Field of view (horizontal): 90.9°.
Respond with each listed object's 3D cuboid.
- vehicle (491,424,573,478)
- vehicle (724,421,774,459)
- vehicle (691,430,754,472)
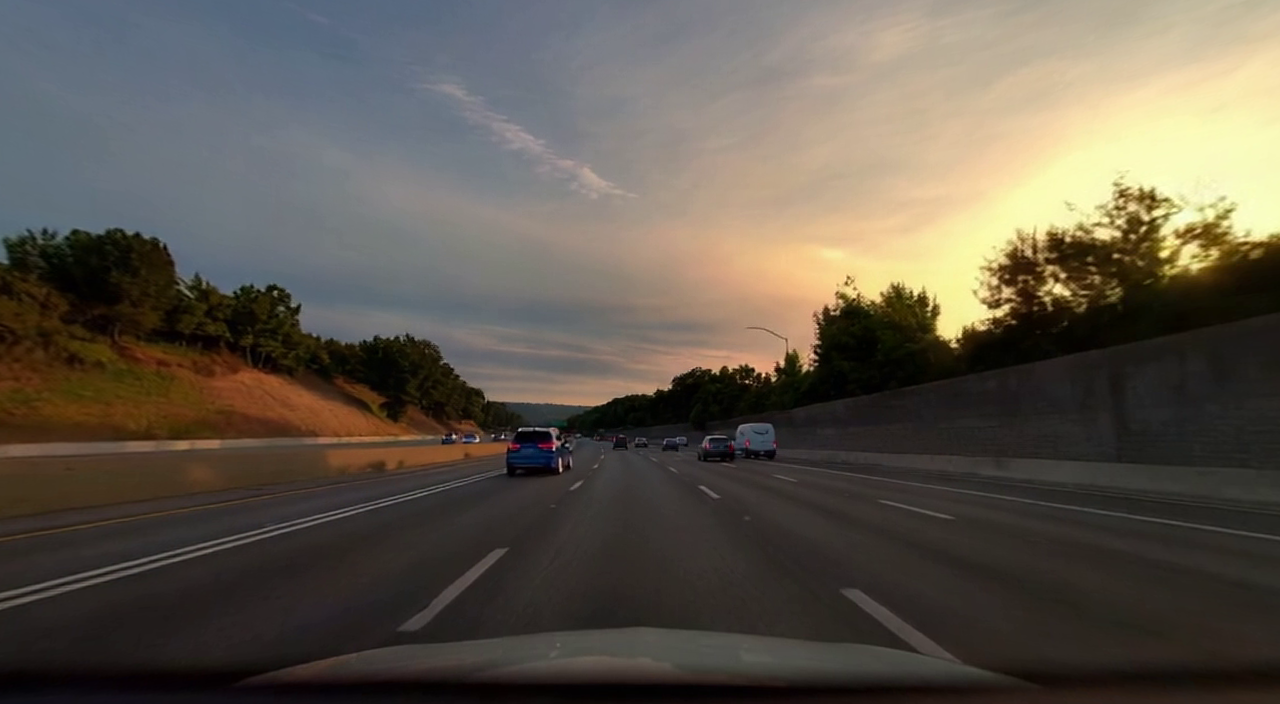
[{"bbox_3d":[-4.123,3.924,25.283,2.331,1.884,5.787,0,-8,-1],"label":"vehicle"},{"bbox_3d":[8.490,6.979,49.907,2.274,2.802,6.802,0,-8,-4],"label":"vehicle"},{"bbox_3d":[3.650,4.499,28.782,2.141,1.732,4.279,0,-8,-2],"label":"vehicle"}]
